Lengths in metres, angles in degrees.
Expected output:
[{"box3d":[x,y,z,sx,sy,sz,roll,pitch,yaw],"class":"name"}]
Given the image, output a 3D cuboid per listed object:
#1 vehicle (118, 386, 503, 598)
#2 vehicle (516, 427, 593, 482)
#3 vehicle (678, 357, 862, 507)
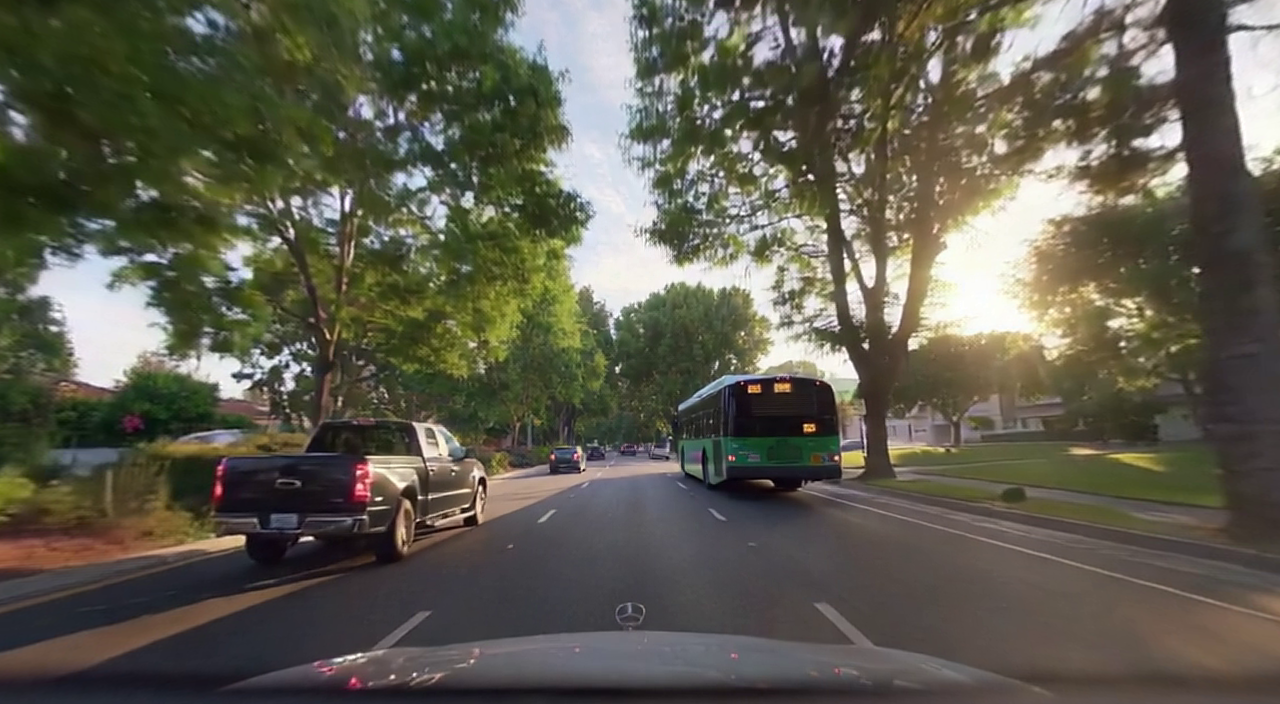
[{"box3d":[-3.480,1.622,8.190,2.074,1.849,5.137,-1,-9,2],"class":"vehicle"},{"box3d":[-3.478,4.365,27.054,2.513,2.066,5.820,0,-9,0],"class":"vehicle"},{"box3d":[3.234,2.675,20.186,3.059,3.264,12.623,0,-9,-1],"class":"vehicle"}]
